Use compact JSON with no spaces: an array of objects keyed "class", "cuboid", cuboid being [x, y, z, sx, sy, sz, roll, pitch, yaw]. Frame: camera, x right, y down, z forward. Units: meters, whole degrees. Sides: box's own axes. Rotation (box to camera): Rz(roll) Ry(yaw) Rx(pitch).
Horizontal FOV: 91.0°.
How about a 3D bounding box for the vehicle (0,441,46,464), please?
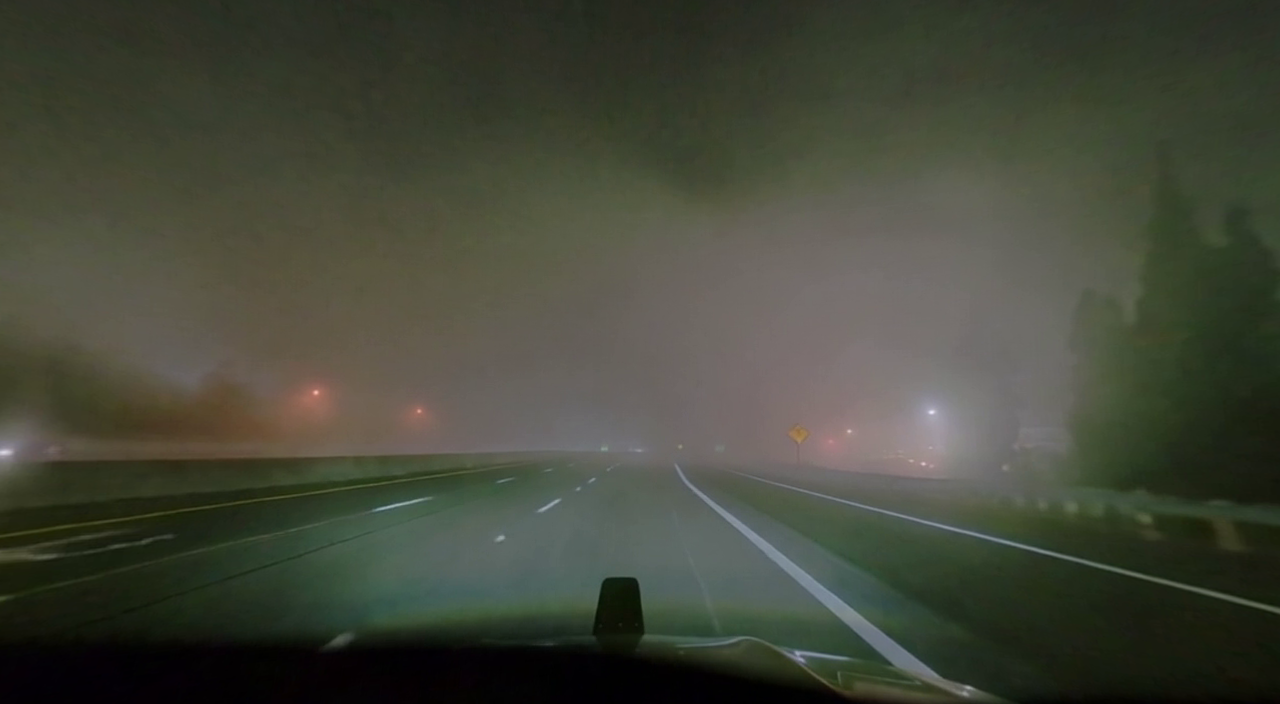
[{"class":"vehicle","cuboid":[-44.266,6.973,43.593,1.841,1.544,4.510,0,-9,0]}]
